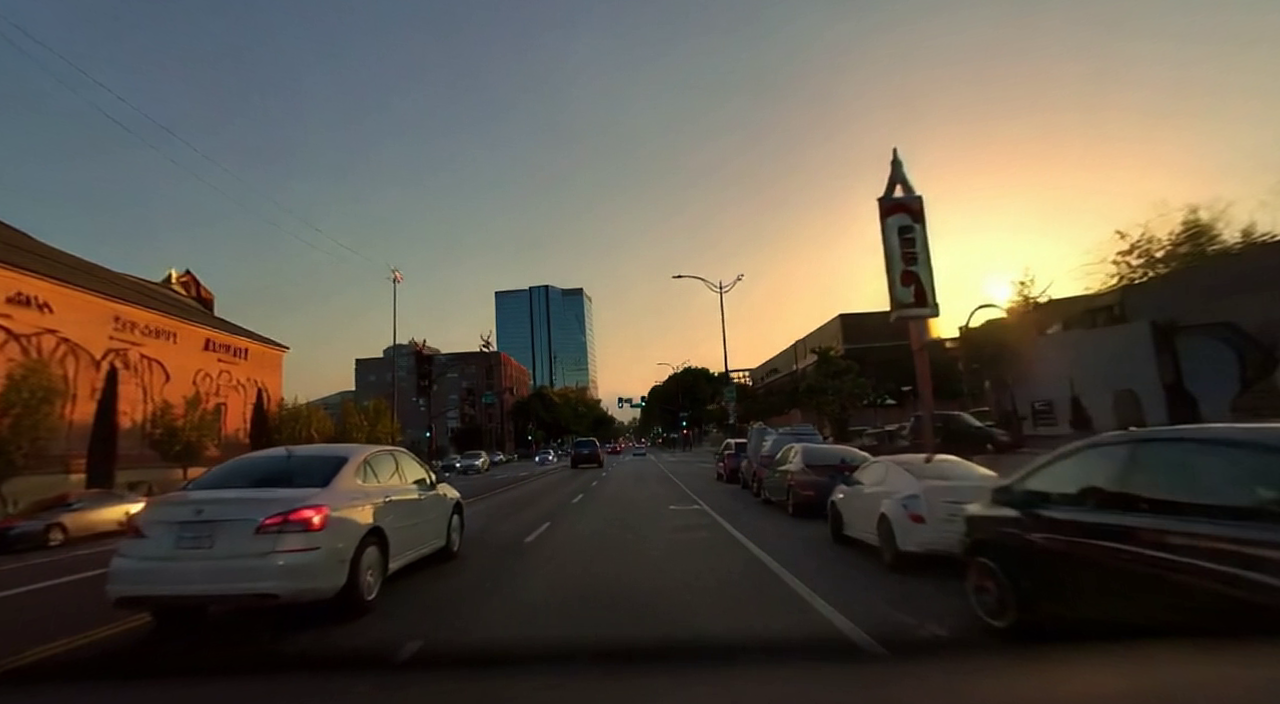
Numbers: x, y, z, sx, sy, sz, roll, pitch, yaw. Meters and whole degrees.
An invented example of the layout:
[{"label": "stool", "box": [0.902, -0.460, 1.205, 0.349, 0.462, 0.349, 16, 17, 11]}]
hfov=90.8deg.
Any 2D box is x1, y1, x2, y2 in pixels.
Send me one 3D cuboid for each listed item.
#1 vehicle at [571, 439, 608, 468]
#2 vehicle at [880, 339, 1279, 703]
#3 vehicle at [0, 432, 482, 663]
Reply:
[{"label": "vehicle", "box": [-3.563, 7.320, 45.655, 2.293, 1.936, 4.737, 0, -8, 0]}, {"label": "vehicle", "box": [3.306, 0.991, 3.500, 2.206, 1.664, 4.578, 0, -8, 1]}, {"label": "vehicle", "box": [-3.333, 1.678, 6.698, 2.089, 1.547, 4.635, 0, -8, 0]}]
